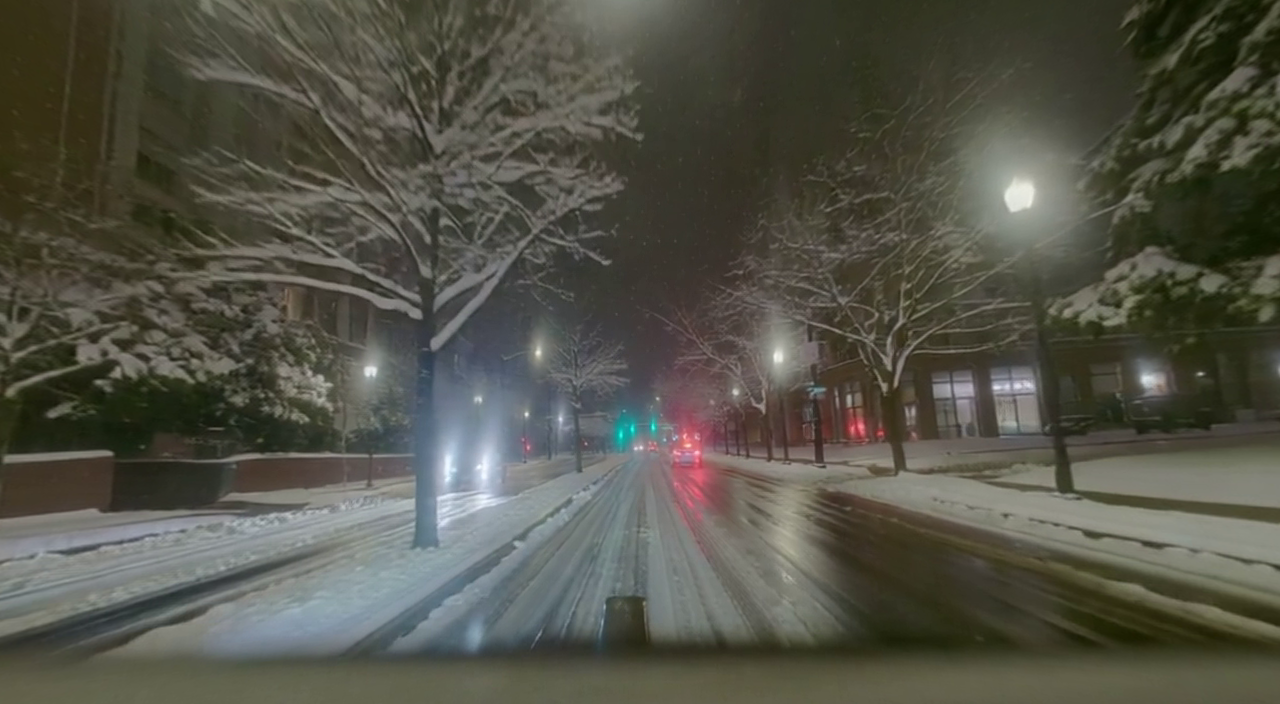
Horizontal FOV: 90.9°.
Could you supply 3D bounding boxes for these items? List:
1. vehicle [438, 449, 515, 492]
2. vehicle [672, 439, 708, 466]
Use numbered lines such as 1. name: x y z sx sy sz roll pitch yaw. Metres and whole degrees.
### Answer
1. vehicle: -7.033 5.132 27.672 2.031 1.723 4.566 0 -9 1
2. vehicle: 3.309 6.799 42.574 2.129 1.719 4.205 0 -9 0
